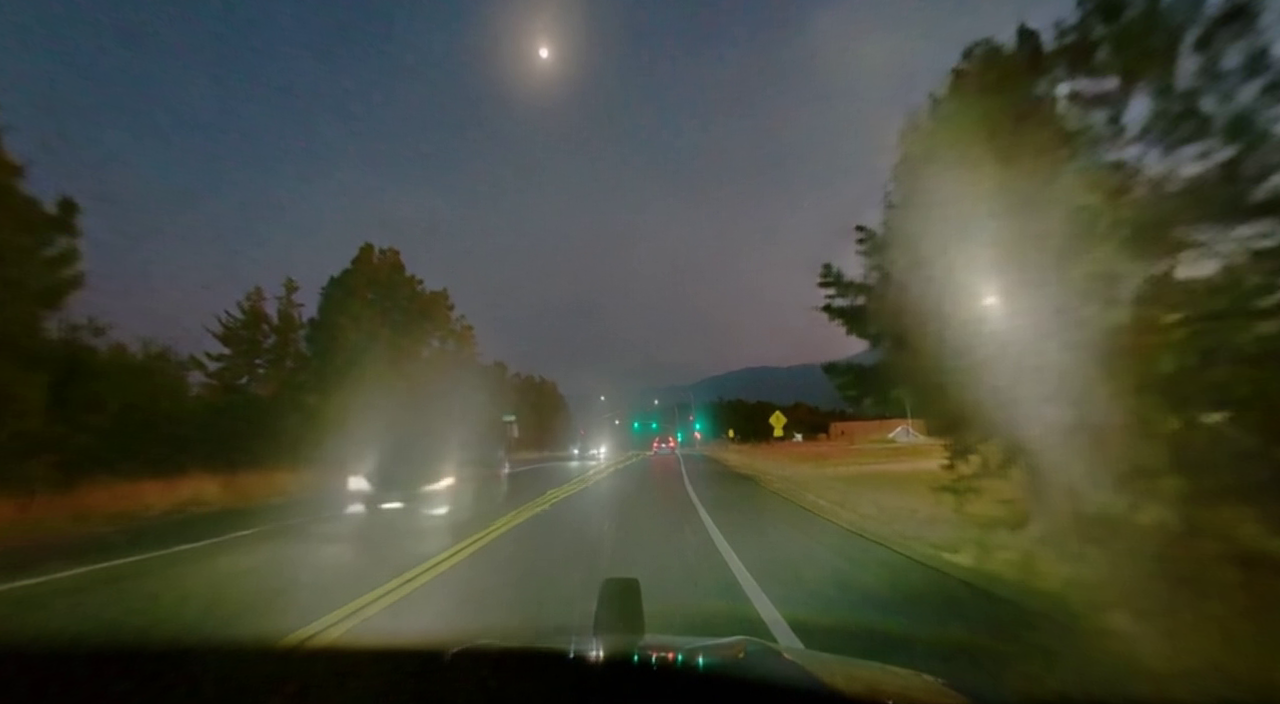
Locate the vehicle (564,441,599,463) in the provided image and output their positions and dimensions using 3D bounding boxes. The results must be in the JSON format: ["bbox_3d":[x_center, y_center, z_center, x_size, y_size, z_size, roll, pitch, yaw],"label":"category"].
[{"bbox_3d":[-4.161,7.197,45.670,2.002,1.455,4.450,-1,-8,2],"label":"vehicle"}]

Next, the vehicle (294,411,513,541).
[{"bbox_3d":[-3.790,2.076,11.258,2.097,1.791,4.663,-1,-8,0],"label":"vehicle"}]
